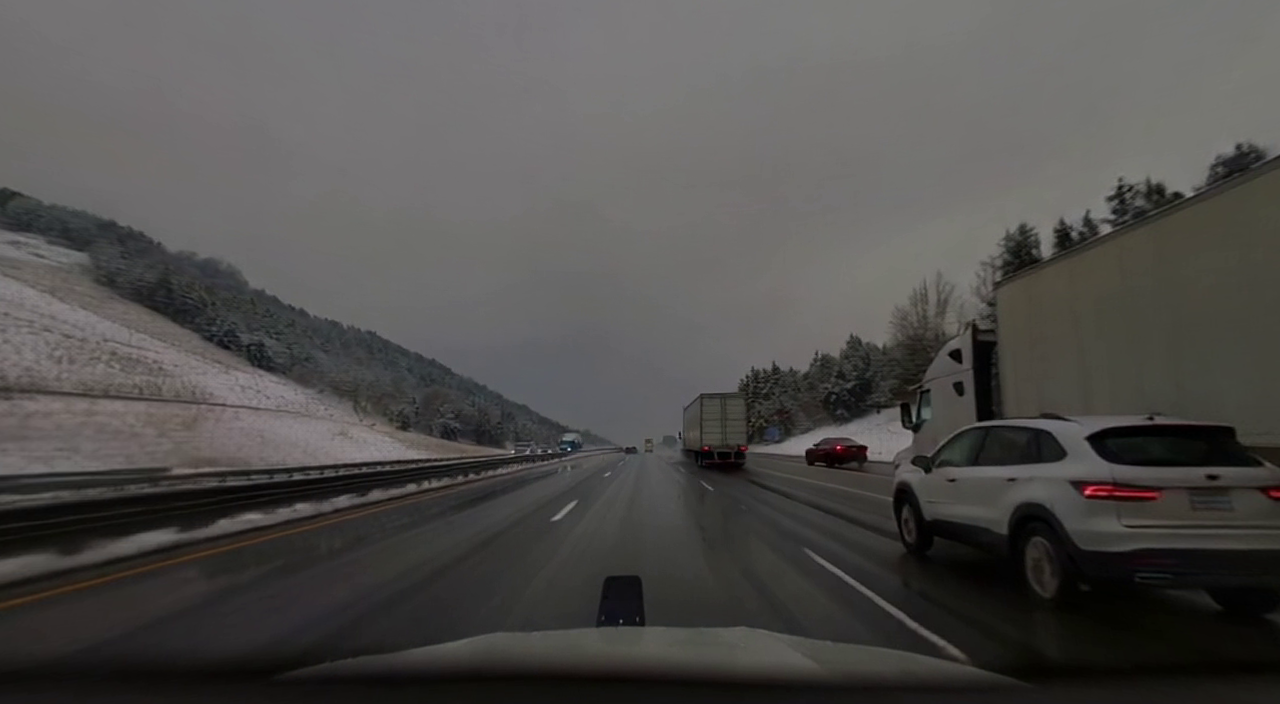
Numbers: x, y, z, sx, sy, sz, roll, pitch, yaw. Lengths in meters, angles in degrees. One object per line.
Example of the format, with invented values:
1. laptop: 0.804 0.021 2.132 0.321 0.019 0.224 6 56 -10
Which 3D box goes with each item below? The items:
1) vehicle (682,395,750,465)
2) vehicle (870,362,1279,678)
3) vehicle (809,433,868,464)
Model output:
1. vehicle: 4.622 5.196 40.882 3.049 3.968 10.706 0 -9 0
2. vehicle: 3.908 1.237 5.656 2.055 1.737 4.224 0 -9 0
3. vehicle: 11.978 5.866 38.410 2.046 1.741 4.769 0 -9 0
